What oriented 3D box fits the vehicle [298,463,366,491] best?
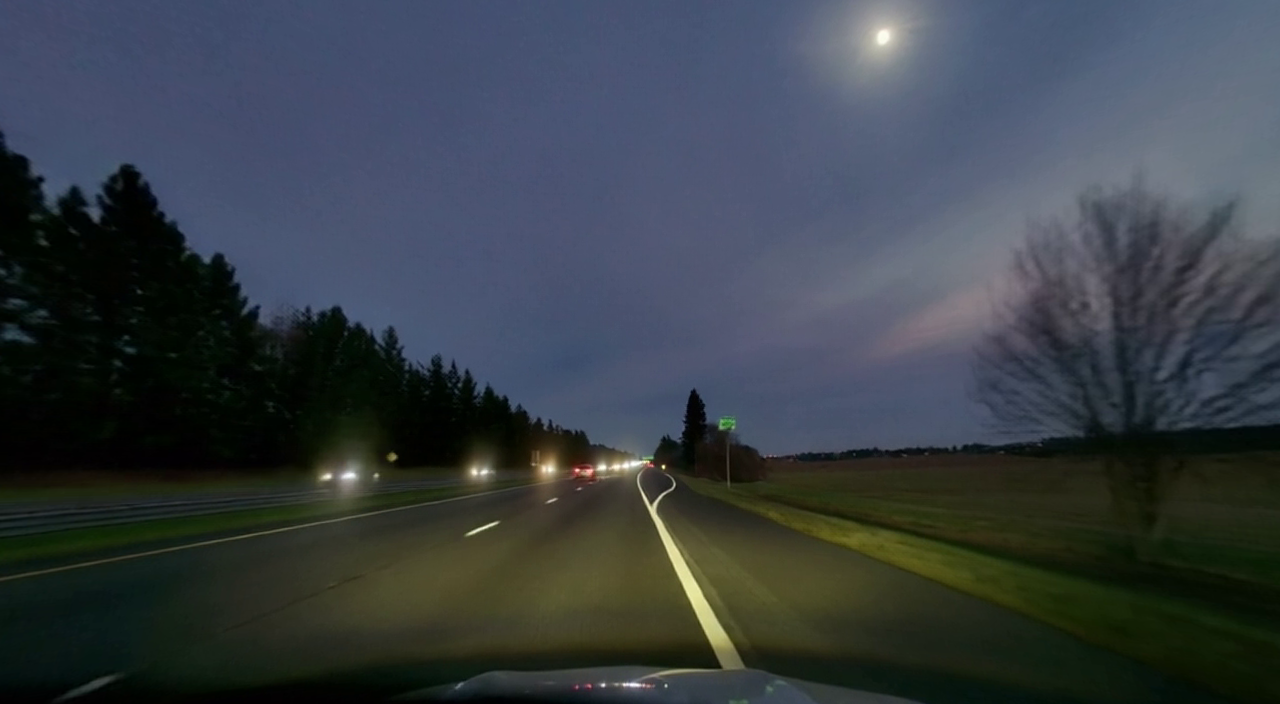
[{"bbox_3d":[-17.825,7.269,36.650,1.895,1.487,3.985,1,-11,0],"label":"vehicle"}]

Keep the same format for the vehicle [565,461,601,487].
[{"bbox_3d":[-3.808,8.306,42.949,2.042,1.629,4.276,1,-11,0],"label":"vehicle"}]
